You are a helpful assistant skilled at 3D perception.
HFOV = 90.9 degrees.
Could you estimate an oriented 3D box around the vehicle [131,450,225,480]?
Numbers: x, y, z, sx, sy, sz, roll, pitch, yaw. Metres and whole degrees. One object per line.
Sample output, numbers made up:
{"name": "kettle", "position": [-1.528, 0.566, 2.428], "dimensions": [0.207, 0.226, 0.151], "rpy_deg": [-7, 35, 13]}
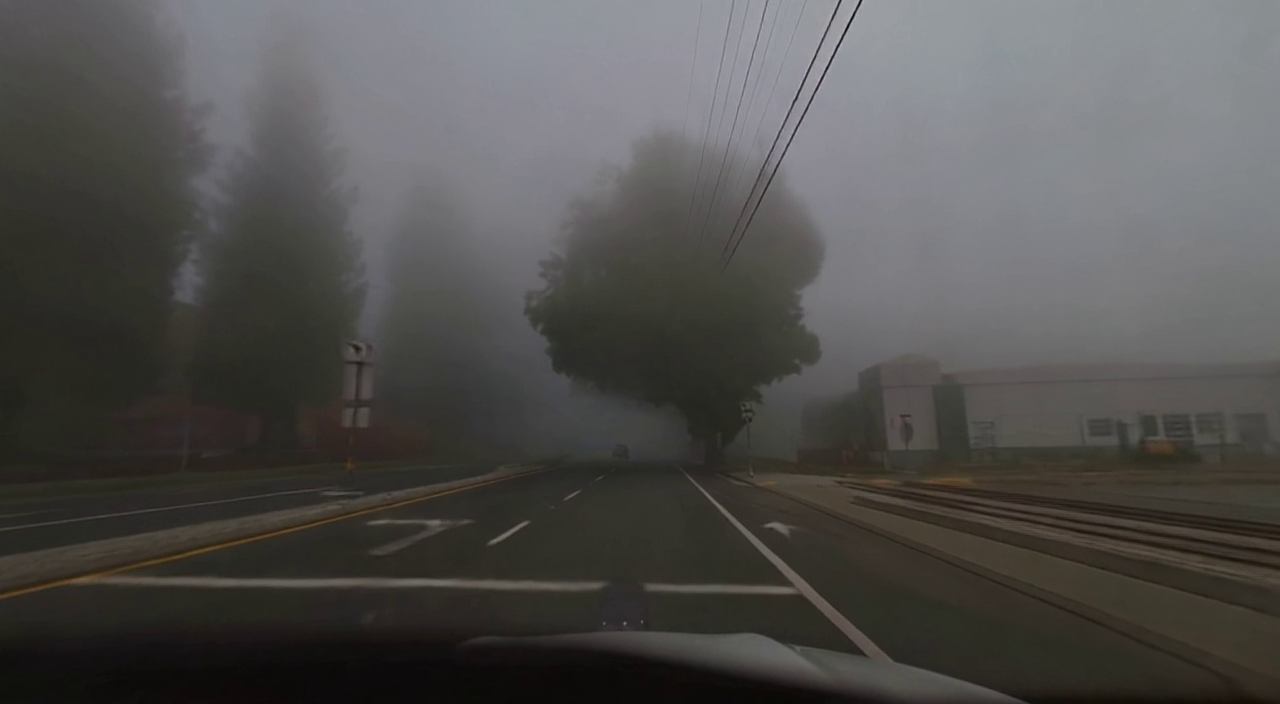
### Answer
{"name": "vehicle", "position": [-25.188, 6.153, 34.545], "dimensions": [1.805, 1.461, 4.321], "rpy_deg": [0, -8, 1]}
